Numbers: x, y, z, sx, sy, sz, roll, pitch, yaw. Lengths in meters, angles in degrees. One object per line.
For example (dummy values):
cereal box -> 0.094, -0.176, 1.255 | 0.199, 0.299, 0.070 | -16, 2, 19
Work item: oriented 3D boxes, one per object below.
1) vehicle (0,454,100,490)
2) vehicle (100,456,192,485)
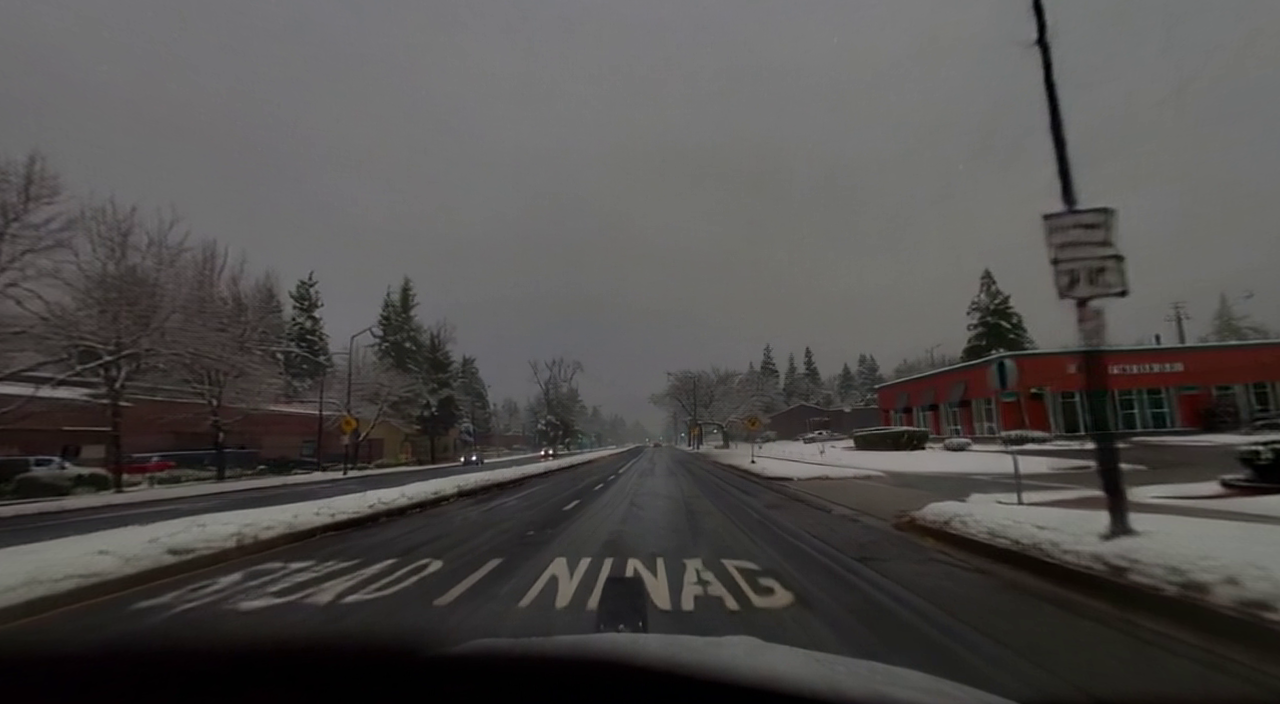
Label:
vehicle -> -27.890, 5.567, 29.193 | 3.664, 1.564, 2.023 | 0, -9, 1
vehicle -> -27.158, 6.498, 34.578 | 3.592, 1.501, 1.697 | 0, -9, 2
